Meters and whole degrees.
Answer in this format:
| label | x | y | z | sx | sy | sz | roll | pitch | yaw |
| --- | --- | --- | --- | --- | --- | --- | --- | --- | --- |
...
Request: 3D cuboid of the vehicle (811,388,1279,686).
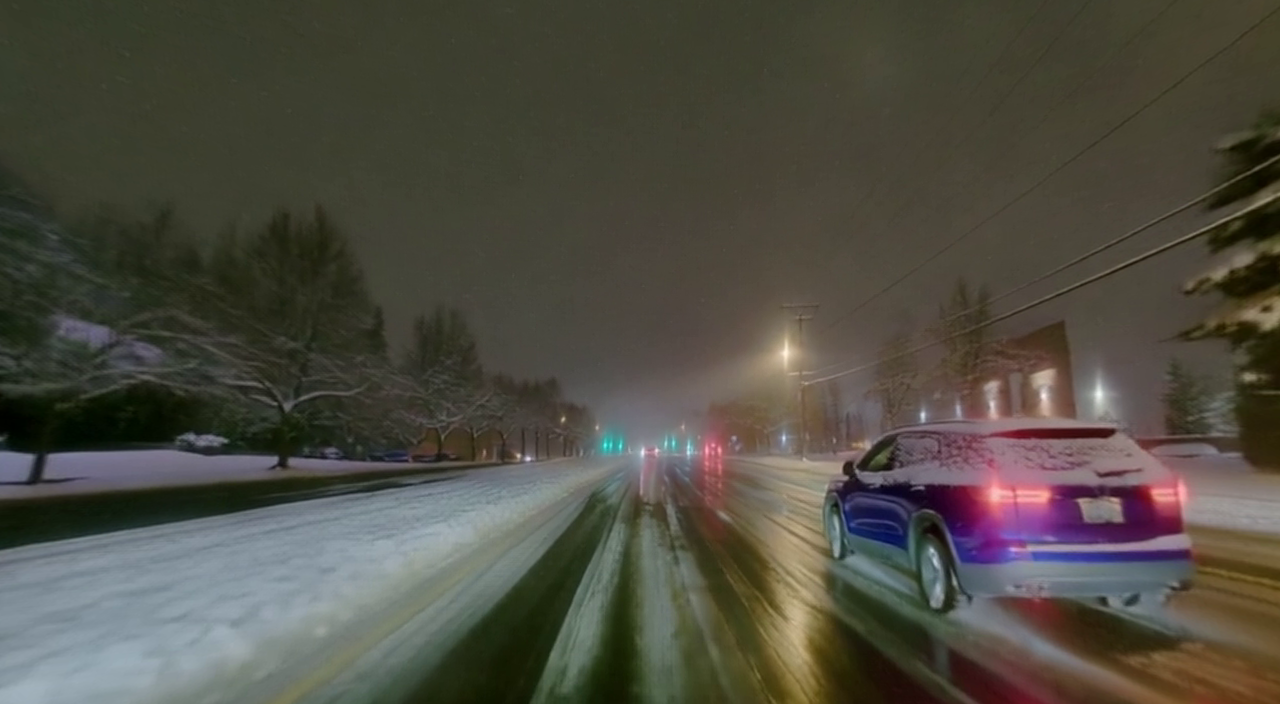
| label | x | y | z | sx | sy | sz | roll | pitch | yaw |
| --- | --- | --- | --- | --- | --- | --- | --- | --- | --- |
| vehicle | 3.224 | 1.379 | 5.781 | 2.060 | 1.665 | 4.284 | 0 | -9 | 0 |
